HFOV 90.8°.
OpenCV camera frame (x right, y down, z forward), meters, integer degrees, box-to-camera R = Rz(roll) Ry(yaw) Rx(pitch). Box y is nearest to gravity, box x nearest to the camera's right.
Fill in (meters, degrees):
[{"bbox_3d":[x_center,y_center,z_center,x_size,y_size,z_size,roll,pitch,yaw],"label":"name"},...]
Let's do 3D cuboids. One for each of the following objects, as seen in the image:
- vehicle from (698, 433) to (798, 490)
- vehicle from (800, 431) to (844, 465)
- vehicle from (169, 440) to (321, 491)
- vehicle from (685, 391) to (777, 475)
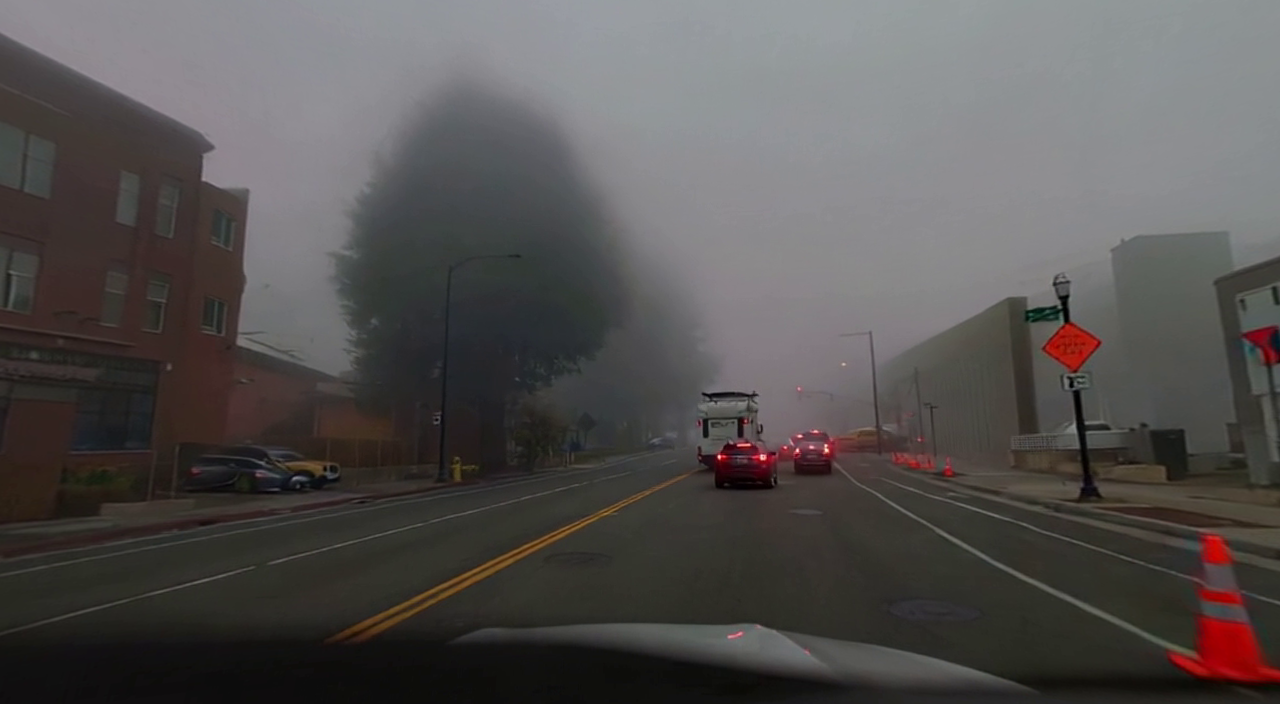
[{"bbox_3d":[3.088,3.246,19.053,2.159,1.506,4.086,0,-8,-2],"label":"vehicle"},{"bbox_3d":[11.074,5.794,38.282,2.110,1.942,4.376,-3,-9,21],"label":"vehicle"},{"bbox_3d":[-14.163,4.044,22.762,4.397,1.698,1.932,-2,-9,11],"label":"vehicle"},{"bbox_3d":[4.910,4.120,31.284,2.977,3.271,12.748,-2,-9,15],"label":"vehicle"}]
